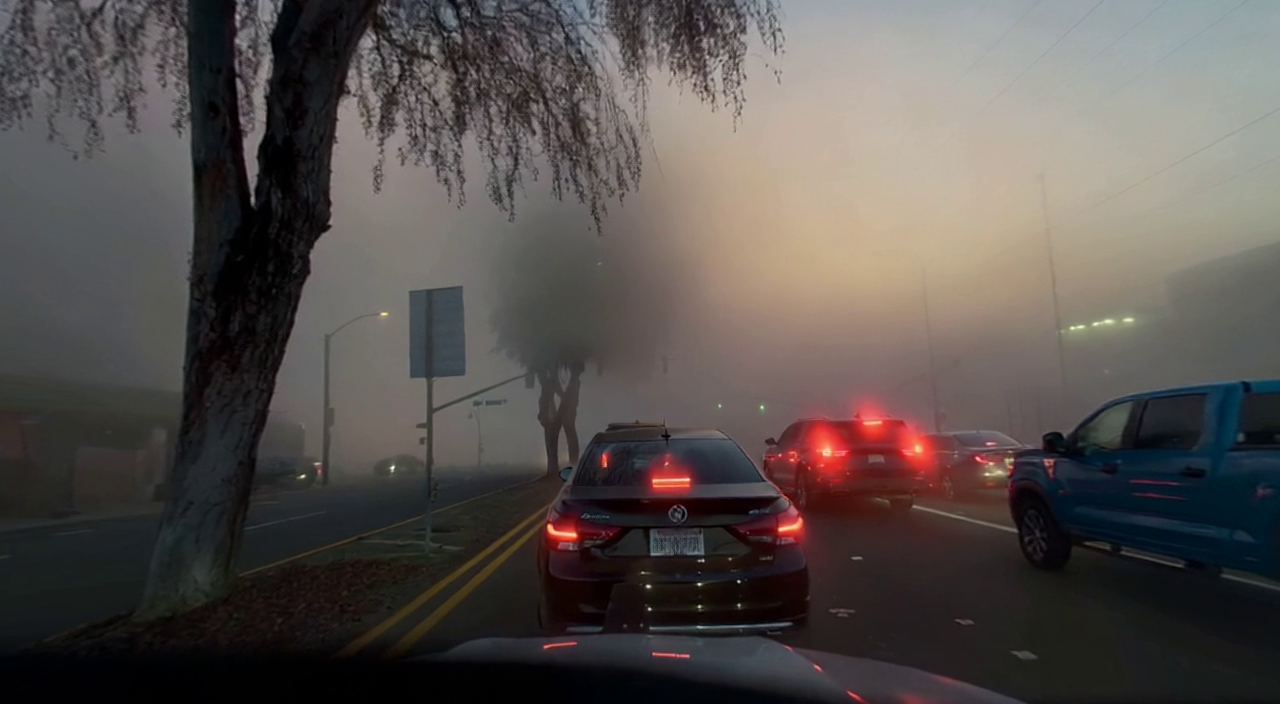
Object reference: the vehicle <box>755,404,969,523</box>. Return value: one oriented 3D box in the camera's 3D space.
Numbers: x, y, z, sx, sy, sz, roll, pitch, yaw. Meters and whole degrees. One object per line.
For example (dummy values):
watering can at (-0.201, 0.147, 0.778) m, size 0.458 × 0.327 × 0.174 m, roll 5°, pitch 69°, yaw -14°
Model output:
vehicle at (4.179, 2.239, 13.266) m, size 2.319 × 1.930 × 5.651 m, roll 0°, pitch -8°, yaw -1°

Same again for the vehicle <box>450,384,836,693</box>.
vehicle at (-0.014, 1.311, 5.526) m, size 2.116 × 1.677 × 3.948 m, roll 0°, pitch -8°, yaw -1°

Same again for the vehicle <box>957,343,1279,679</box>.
vehicle at (4.490, 1.019, 4.541) m, size 2.019 × 1.803 × 4.634 m, roll -1°, pitch -8°, yaw 1°

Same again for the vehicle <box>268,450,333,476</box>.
vehicle at (-24.056, 7.841, 44.892) m, size 1.798 × 1.706 × 4.385 m, roll -1°, pitch -8°, yaw 6°
